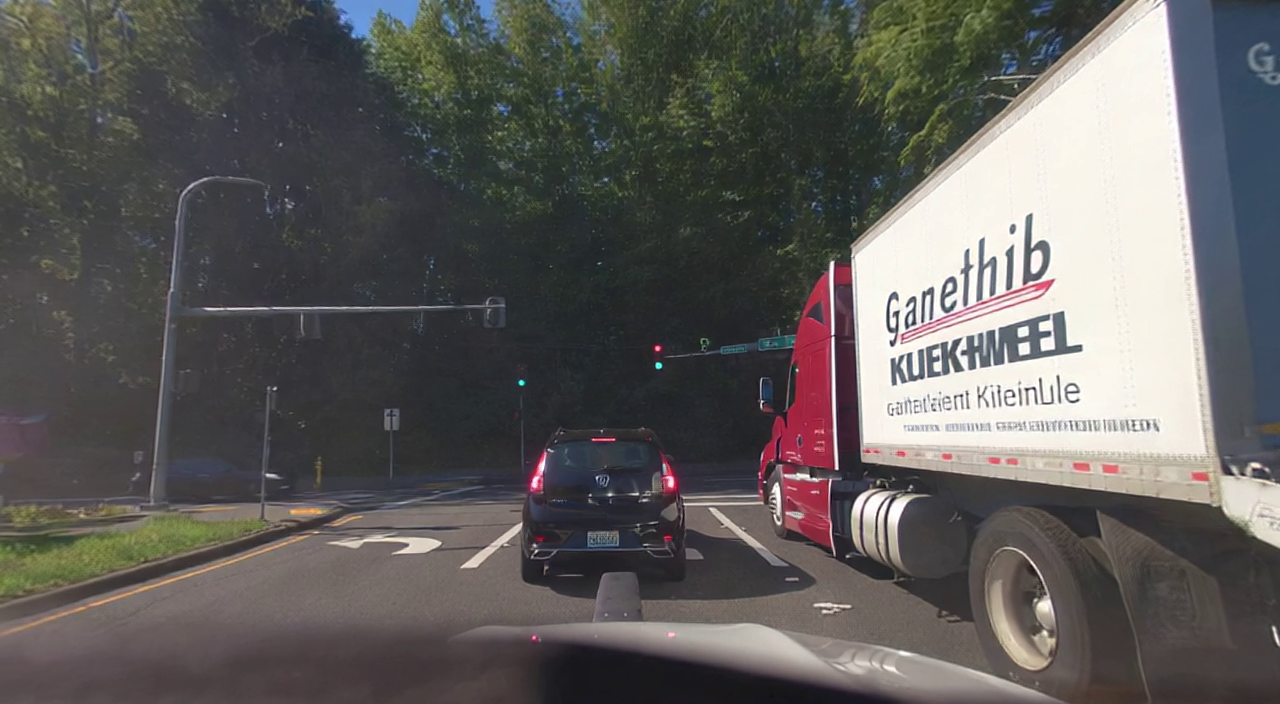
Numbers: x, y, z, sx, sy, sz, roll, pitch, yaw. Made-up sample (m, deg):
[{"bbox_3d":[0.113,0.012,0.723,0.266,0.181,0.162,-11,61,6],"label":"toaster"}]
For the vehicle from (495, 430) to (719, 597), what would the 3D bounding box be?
[{"bbox_3d":[-0.325,1.712,7.426,1.975,1.457,3.526,0,-9,-1],"label":"vehicle"}]

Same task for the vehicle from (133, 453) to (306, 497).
[{"bbox_3d":[-15.039,4.409,22.775,4.761,1.436,1.870,1,-9,-7],"label":"vehicle"}]

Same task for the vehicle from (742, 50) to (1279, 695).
[{"bbox_3d":[3.512,0.724,8.477,2.884,3.753,9.763,0,-9,1],"label":"vehicle"}]
